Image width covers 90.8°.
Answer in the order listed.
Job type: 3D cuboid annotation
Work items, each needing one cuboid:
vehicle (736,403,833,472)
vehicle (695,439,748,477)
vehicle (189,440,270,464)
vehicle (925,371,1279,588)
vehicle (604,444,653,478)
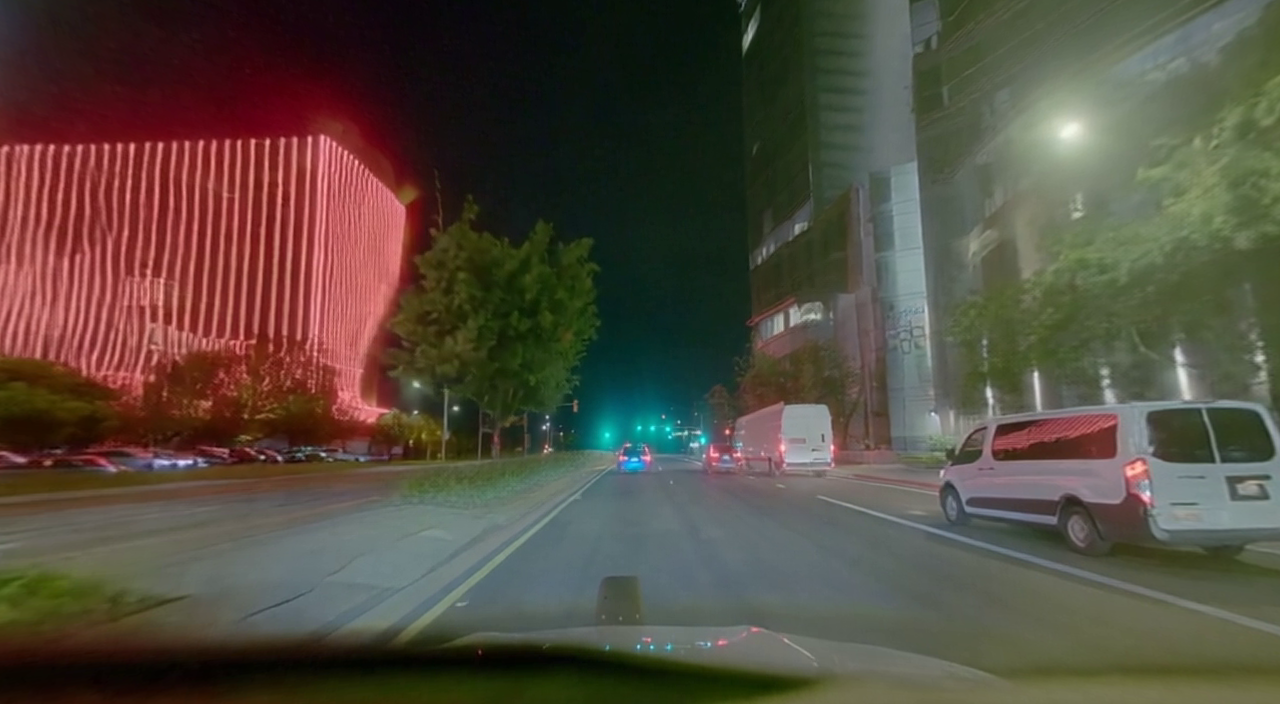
[{"bbox_3d":[9.966,6.387,46.469,2.960,4.109,16.764,0,-8,-1],"label":"vehicle"},{"bbox_3d":[3.863,5.084,30.574,2.047,1.711,4.265,0,-8,1],"label":"vehicle"},{"bbox_3d":[-29.519,7.221,45.561,4.377,1.665,2.129,-1,-8,3],"label":"vehicle"},{"bbox_3d":[6.744,1.661,9.091,2.573,2.127,5.568,0,-8,-1],"label":"vehicle"},{"bbox_3d":[-0.508,4.996,29.192,2.095,1.456,3.873,0,-8,0],"label":"vehicle"}]
